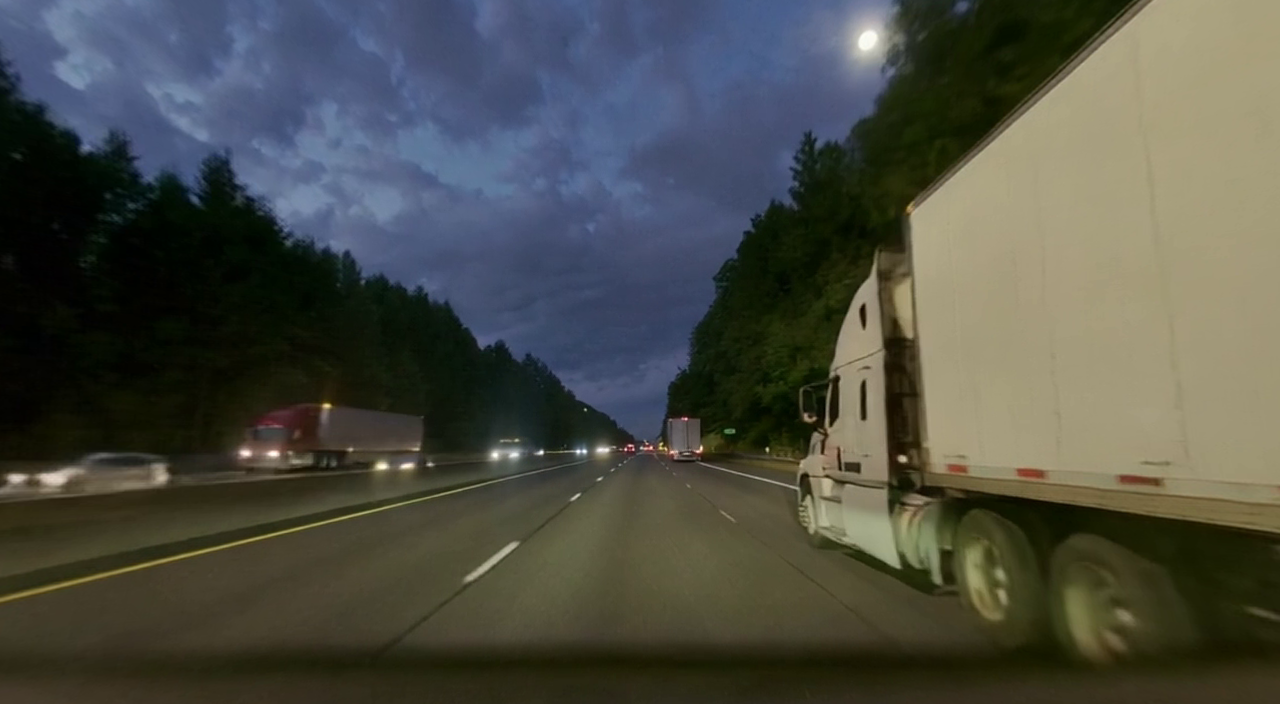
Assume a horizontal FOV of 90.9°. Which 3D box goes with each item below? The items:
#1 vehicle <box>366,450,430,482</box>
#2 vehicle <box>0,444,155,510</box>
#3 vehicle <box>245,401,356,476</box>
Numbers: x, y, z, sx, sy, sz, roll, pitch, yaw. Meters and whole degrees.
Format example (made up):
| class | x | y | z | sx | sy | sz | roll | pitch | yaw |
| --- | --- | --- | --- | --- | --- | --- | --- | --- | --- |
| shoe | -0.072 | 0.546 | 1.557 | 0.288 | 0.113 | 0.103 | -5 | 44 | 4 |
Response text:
| class | x | y | z | sx | sy | sz | roll | pitch | yaw |
| --- | --- | --- | --- | --- | --- | --- | --- | --- | --- |
| vehicle | -11.588 | 5.462 | 30.404 | 1.719 | 1.414 | 3.544 | 0 | -9 | -1 |
| vehicle | -16.334 | 3.418 | 17.685 | 1.977 | 1.586 | 4.324 | 0 | -9 | 0 |
| vehicle | -19.508 | 5.094 | 36.681 | 3.006 | 3.995 | 5.858 | 0 | -9 | 0 |
